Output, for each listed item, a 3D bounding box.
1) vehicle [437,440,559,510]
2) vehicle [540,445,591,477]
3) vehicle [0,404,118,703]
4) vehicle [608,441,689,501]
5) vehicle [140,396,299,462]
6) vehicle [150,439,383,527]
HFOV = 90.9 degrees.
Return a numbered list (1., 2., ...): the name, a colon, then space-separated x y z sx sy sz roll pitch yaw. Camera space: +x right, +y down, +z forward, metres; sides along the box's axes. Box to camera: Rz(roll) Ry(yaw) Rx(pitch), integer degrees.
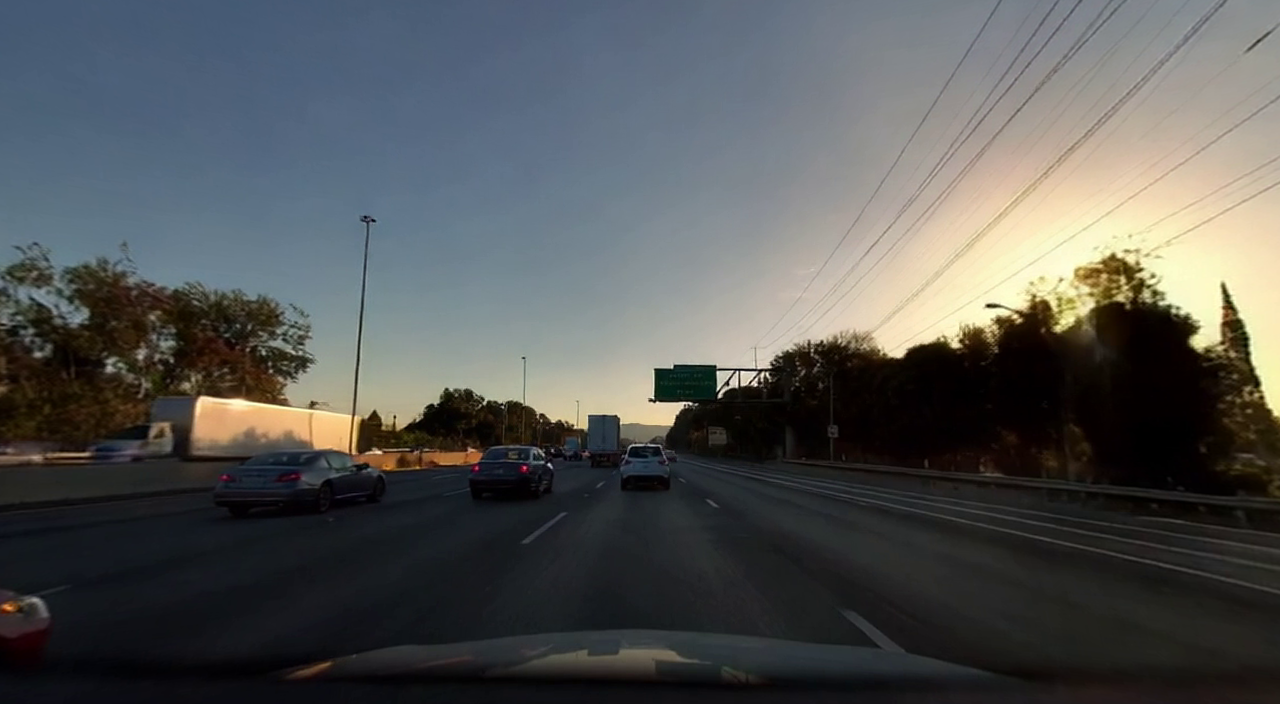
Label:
1. vehicle: -3.252 2.905 15.358 1.912 1.464 4.115 0 -9 1
2. vehicle: -3.516 5.222 30.442 2.013 1.437 3.801 0 -9 0
3. vehicle: -3.712 0.735 1.063 1.883 1.500 4.373 0 -9 0
4. vehicle: 0.156 3.327 18.096 2.018 1.470 4.491 0 -9 -2
5. vehicle: -27.860 5.377 42.864 3.150 3.842 11.127 0 -9 0
6. vehicle: -7.145 2.519 12.783 1.867 1.445 4.499 0 -9 2
